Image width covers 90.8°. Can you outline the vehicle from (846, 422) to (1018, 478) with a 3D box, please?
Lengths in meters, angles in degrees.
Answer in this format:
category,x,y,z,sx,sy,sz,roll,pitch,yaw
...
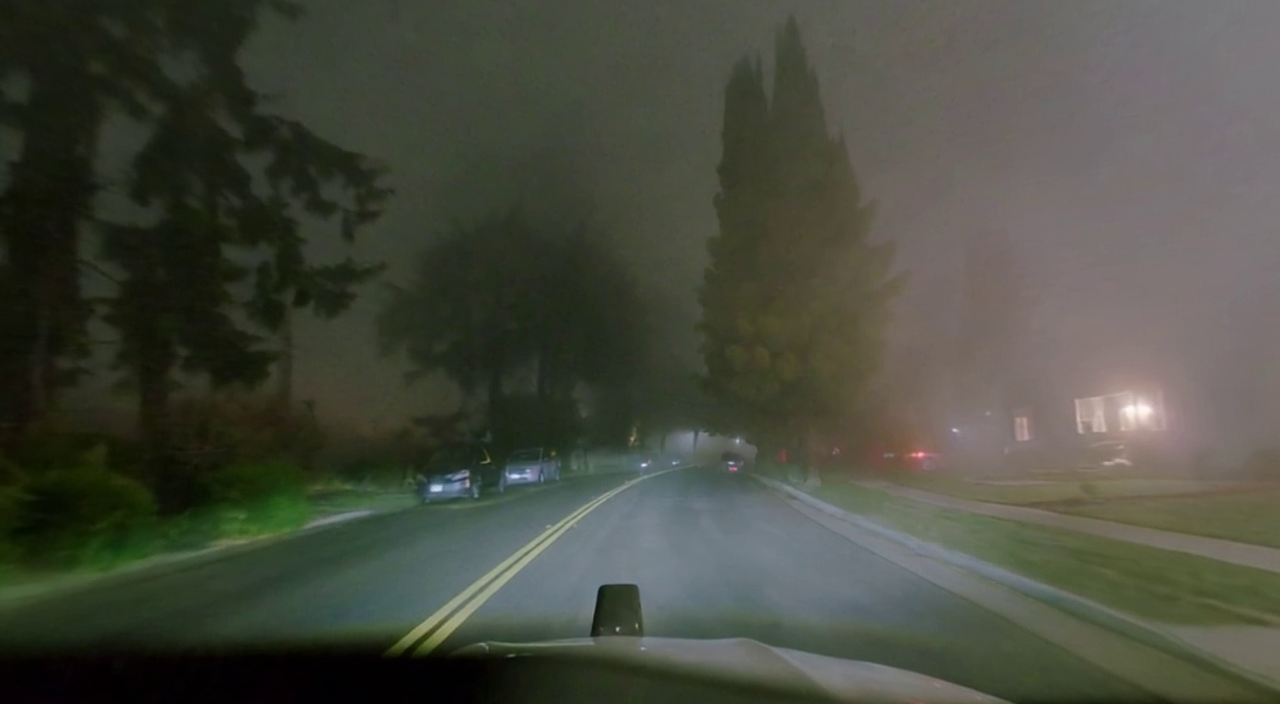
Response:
category,x,y,z,sx,sy,sz,roll,pitch,yaw
vehicle,10.634,3.639,23.485,5.325,1.939,2.150,-2,-8,10

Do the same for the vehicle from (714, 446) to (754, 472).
category,x,y,z,sx,sy,sz,roll,pitch,yaw
vehicle,5.495,6.169,36.614,1.948,1.408,4.345,-2,-8,12

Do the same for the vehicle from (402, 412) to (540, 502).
category,x,y,z,sx,sy,sz,roll,pitch,yaw
vehicle,-5.176,3.630,20.600,2.334,2.126,6.444,-5,-15,3
